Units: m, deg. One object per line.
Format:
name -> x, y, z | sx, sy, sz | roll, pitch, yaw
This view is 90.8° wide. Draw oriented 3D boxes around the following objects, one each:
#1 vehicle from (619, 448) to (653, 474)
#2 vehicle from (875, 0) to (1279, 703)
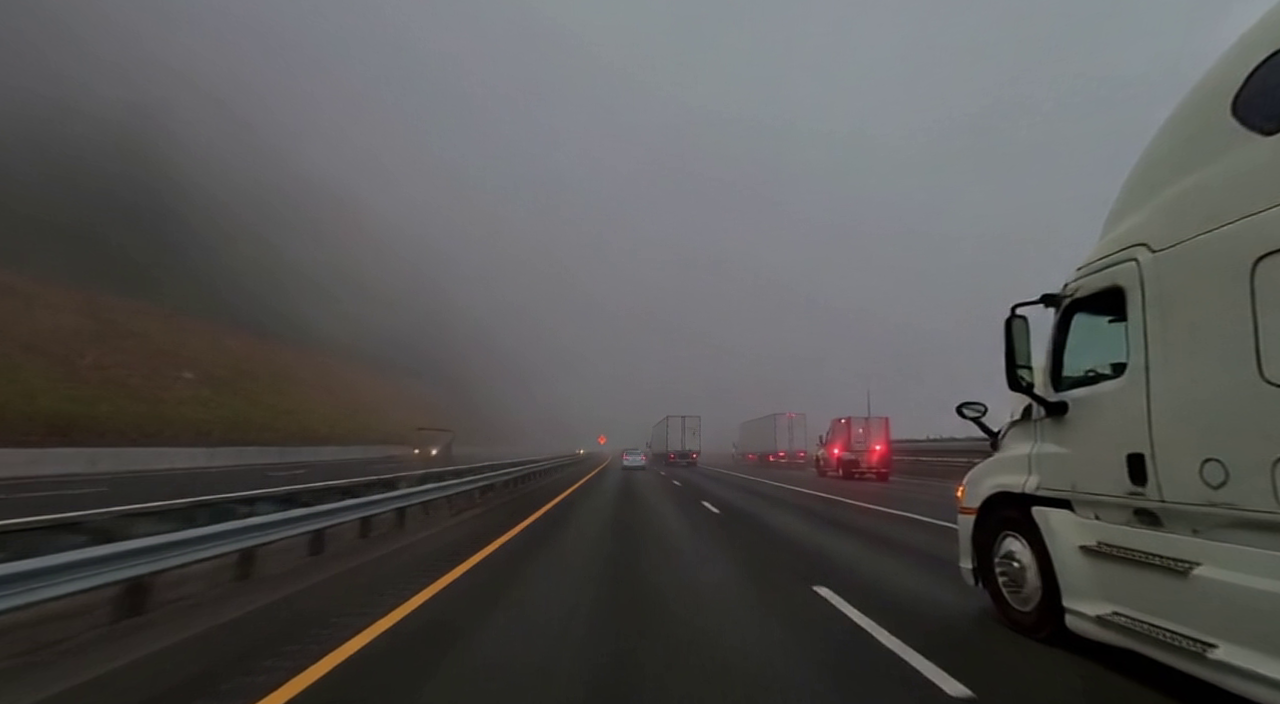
vehicle -> -0.258, 6.361, 36.973 | 1.927, 1.437, 3.794 | 0, -9, -1
vehicle -> 3.613, -0.055, 2.323 | 2.990, 3.934, 6.180 | 0, -9, 0
